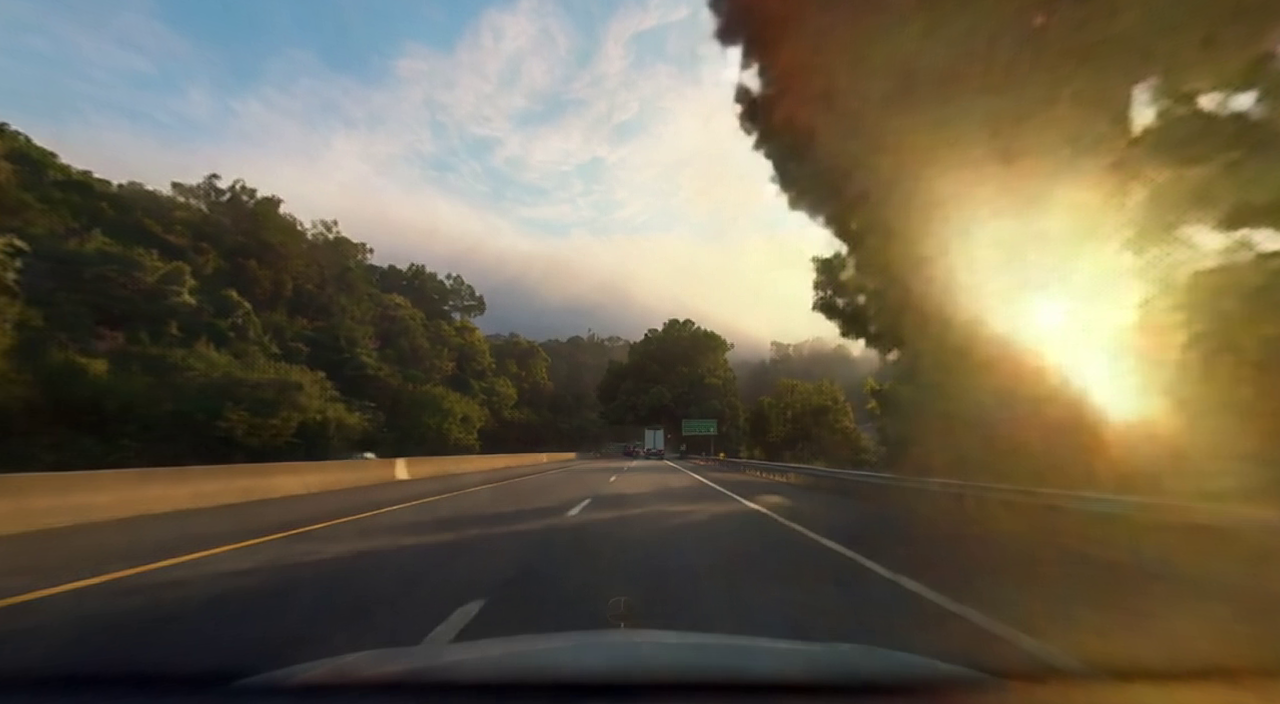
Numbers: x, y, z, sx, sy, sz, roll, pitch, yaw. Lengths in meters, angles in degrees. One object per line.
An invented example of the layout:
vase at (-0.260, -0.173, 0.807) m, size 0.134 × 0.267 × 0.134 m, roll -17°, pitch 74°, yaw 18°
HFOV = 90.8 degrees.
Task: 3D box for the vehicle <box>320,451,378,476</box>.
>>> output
vehicle at (-20.512, 7.854, 44.667) m, size 1.947 × 1.684 × 4.405 m, roll 0°, pitch -9°, yaw 1°
